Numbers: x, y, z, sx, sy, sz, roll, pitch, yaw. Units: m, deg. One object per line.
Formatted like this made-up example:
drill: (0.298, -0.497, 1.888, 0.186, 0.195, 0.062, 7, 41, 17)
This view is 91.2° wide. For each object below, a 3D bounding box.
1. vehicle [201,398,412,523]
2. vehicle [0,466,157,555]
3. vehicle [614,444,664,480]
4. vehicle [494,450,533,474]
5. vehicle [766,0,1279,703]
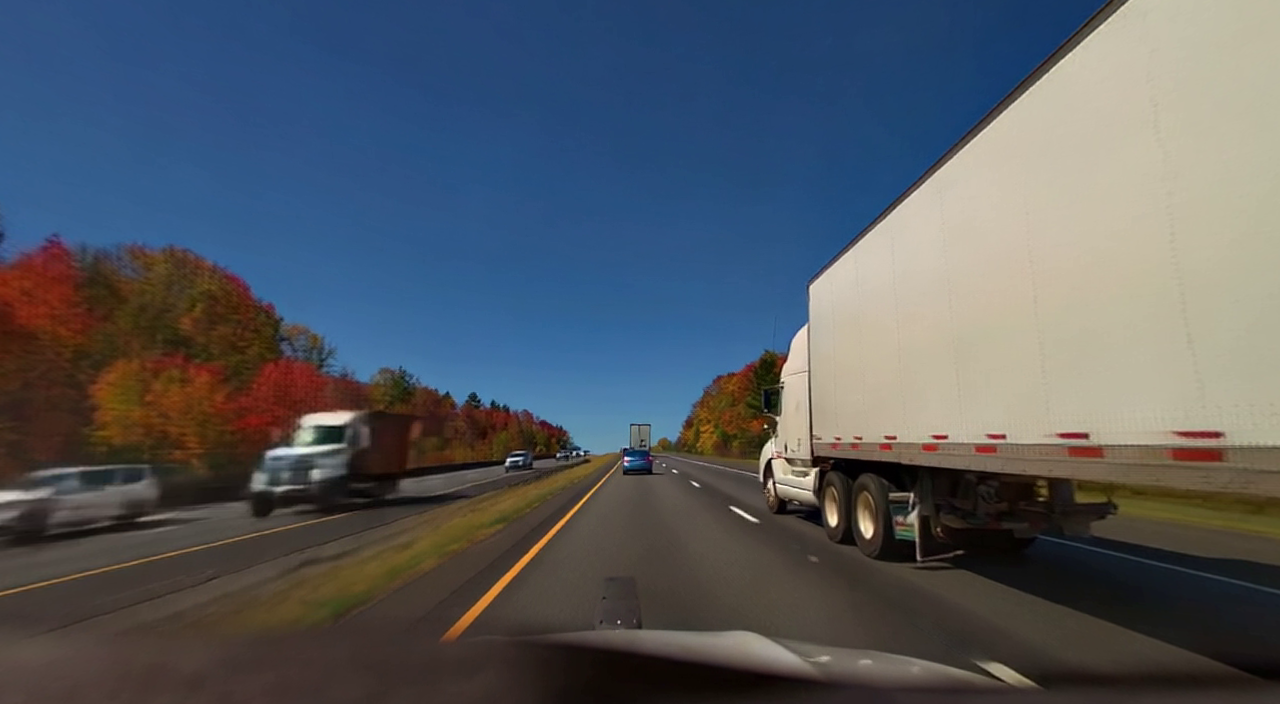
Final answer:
vehicle: (-8.588, 2.894, 17.155, 2.451, 2.748, 6.073, -1, -9, -1)
vehicle: (-12.932, 3.280, 13.389, 1.935, 1.530, 4.142, 0, -9, -1)
vehicle: (-0.065, 5.051, 28.928, 2.099, 1.506, 4.097, -1, -9, -1)
vehicle: (-8.847, 7.762, 44.262, 1.916, 1.572, 4.056, -1, -9, 0)
vehicle: (4.196, 0.452, 7.576, 2.996, 3.942, 10.600, -1, -9, -1)
